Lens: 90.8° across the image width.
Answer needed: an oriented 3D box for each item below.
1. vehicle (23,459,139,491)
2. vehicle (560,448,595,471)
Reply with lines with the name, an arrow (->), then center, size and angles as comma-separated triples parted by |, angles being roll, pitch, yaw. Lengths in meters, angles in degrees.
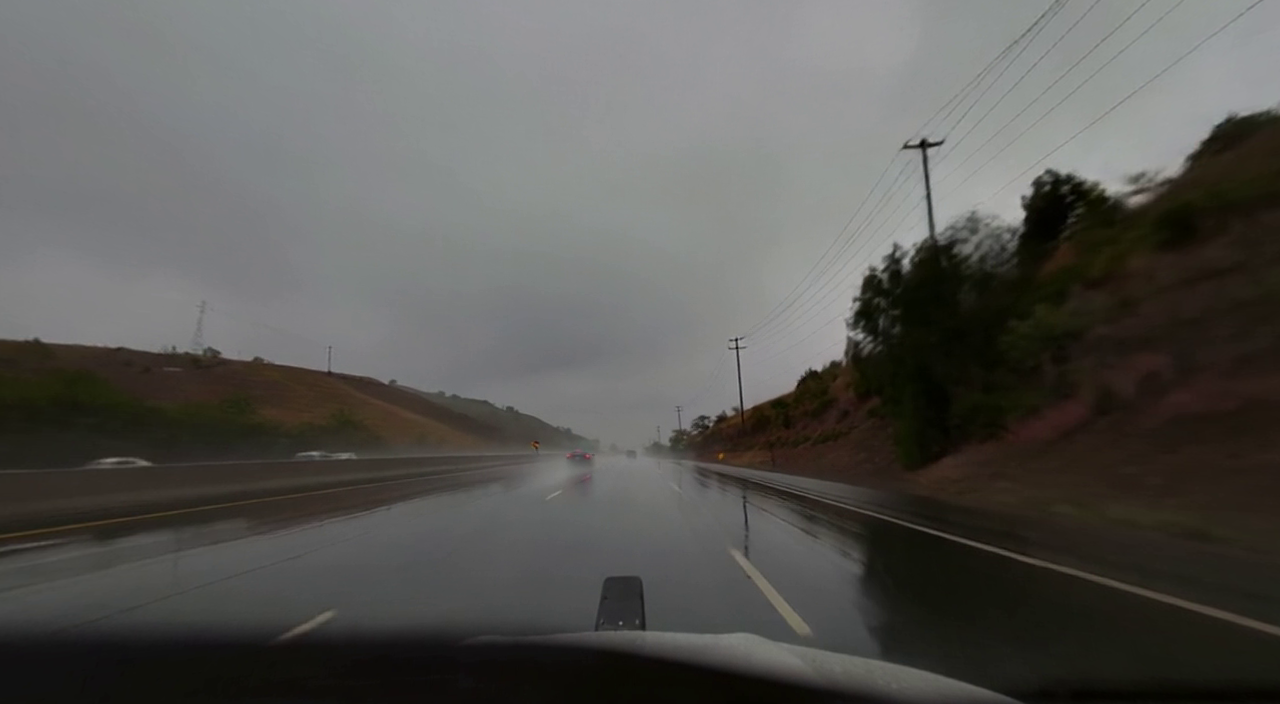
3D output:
vehicle -> -29.619, 6.518, 33.738 | 1.852, 1.474, 4.749 | 0, -9, 0
vehicle -> -4.207, 7.286, 43.020 | 1.924, 1.511, 4.079 | 0, -9, 0
